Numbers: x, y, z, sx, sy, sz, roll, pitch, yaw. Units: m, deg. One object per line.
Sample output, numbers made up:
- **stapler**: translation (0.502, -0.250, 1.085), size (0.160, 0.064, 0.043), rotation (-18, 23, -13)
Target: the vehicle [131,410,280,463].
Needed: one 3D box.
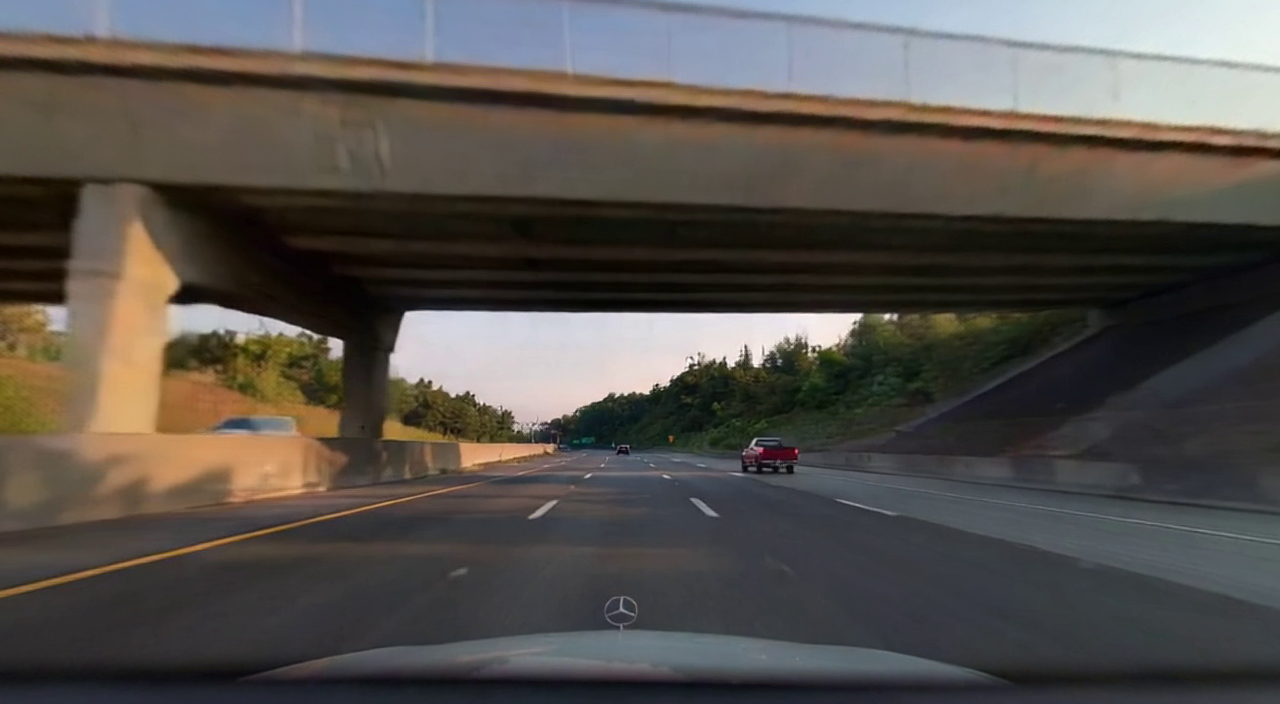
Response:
- **vehicle**: translation (-15.871, 3.189, 23.507), size (1.995, 1.738, 4.993), rotation (0, -9, -1)

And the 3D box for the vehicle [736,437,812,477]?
- **vehicle**: translation (6.578, 5.243, 31.851), size (2.395, 1.819, 6.086), rotation (0, -9, -1)
